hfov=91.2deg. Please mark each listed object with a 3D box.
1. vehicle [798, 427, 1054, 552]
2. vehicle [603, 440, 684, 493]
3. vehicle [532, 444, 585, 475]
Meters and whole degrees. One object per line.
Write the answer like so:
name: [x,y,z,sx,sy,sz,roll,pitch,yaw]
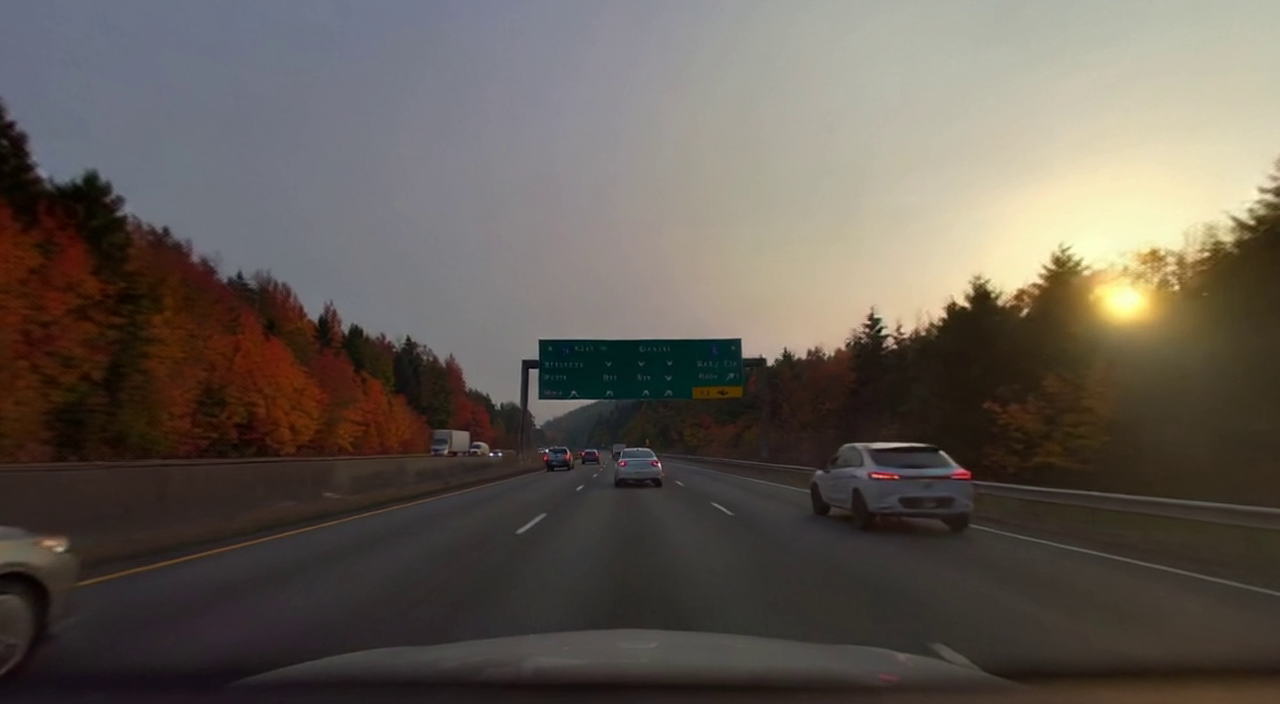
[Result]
vehicle: [4.232,2.100,10.278,2.035,1.571,4.413,0,-9,-1]
vehicle: [0.066,4.027,22.305,2.634,1.679,4.070,0,-9,-1]
vehicle: [-4.701,6.279,36.679,2.545,1.679,4.267,0,-9,0]
